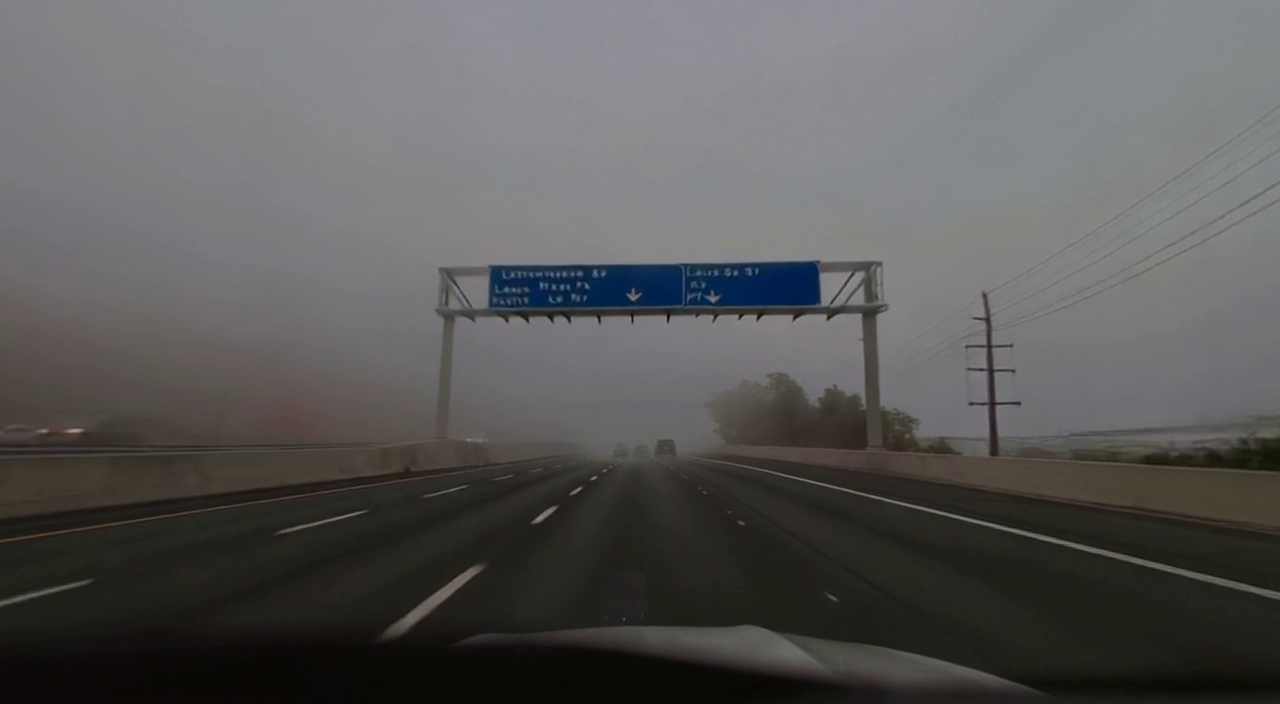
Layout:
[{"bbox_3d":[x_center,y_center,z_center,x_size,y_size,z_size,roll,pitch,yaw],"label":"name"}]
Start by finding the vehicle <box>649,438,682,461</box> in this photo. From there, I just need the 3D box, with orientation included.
[{"bbox_3d":[1.706,6.702,43.619,2.036,1.486,4.375,0,-8,-1],"label":"vehicle"}]

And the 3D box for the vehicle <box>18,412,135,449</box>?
[{"bbox_3d":[-26.500,3.748,29.874,1.796,1.563,3.964,3,-8,0],"label":"vehicle"}]
